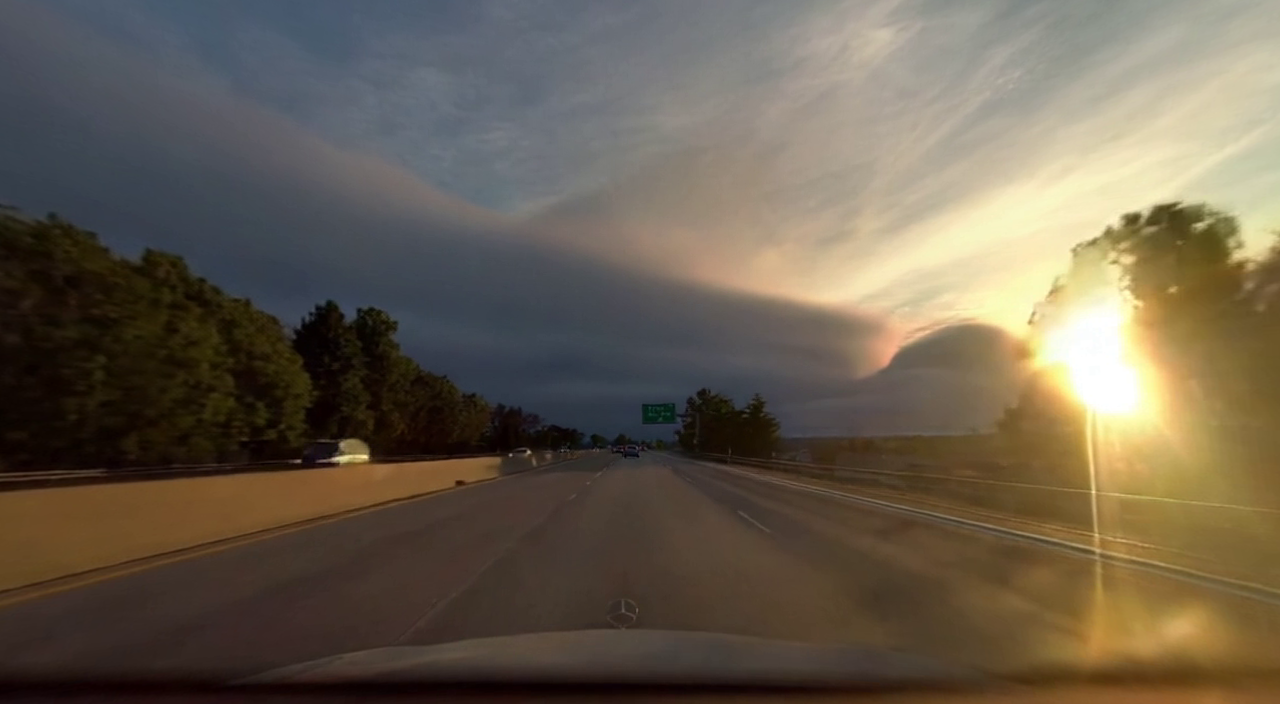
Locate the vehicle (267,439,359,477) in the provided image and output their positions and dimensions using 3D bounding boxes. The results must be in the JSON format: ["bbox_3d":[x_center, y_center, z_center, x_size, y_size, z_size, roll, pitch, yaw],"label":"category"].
[{"bbox_3d":[-15.820,5.168,30.760,1.966,1.673,4.789,0,-9,-1],"label":"vehicle"}]
